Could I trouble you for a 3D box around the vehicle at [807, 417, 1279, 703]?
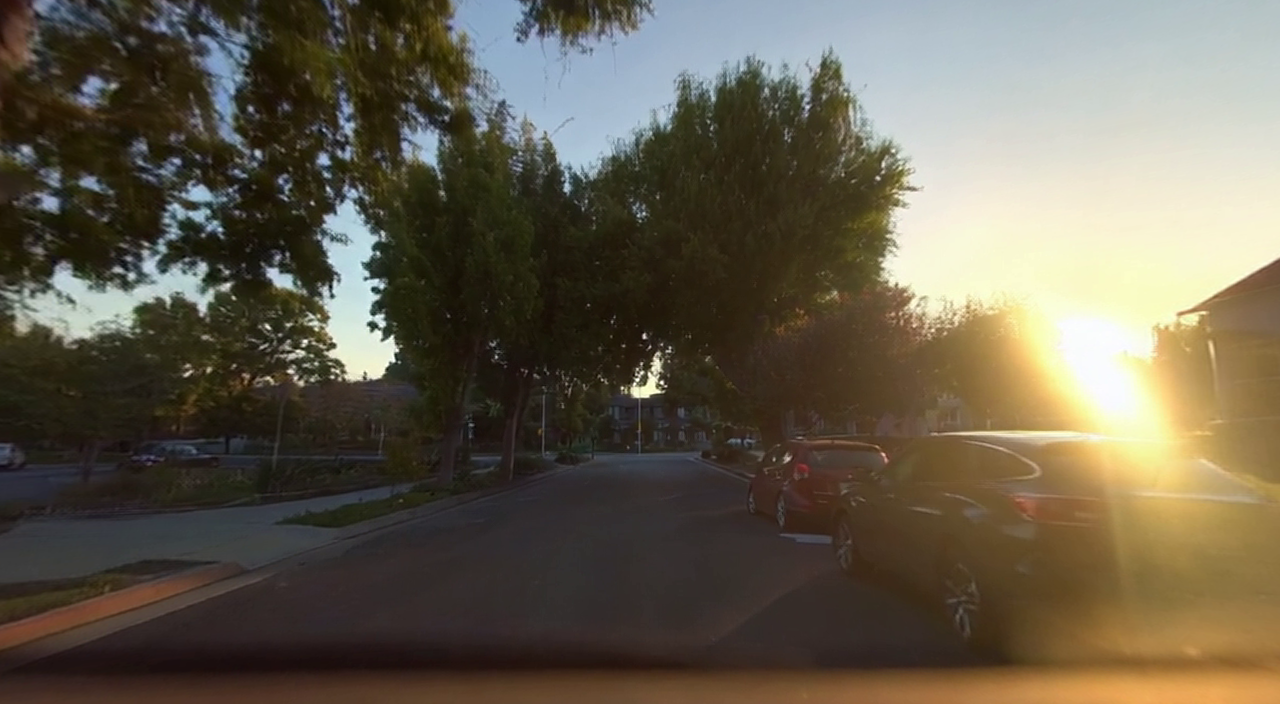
[{"bbox_3d":[3.078,1.437,5.386,2.064,1.532,4.596,0,-9,0],"label":"vehicle"}]
